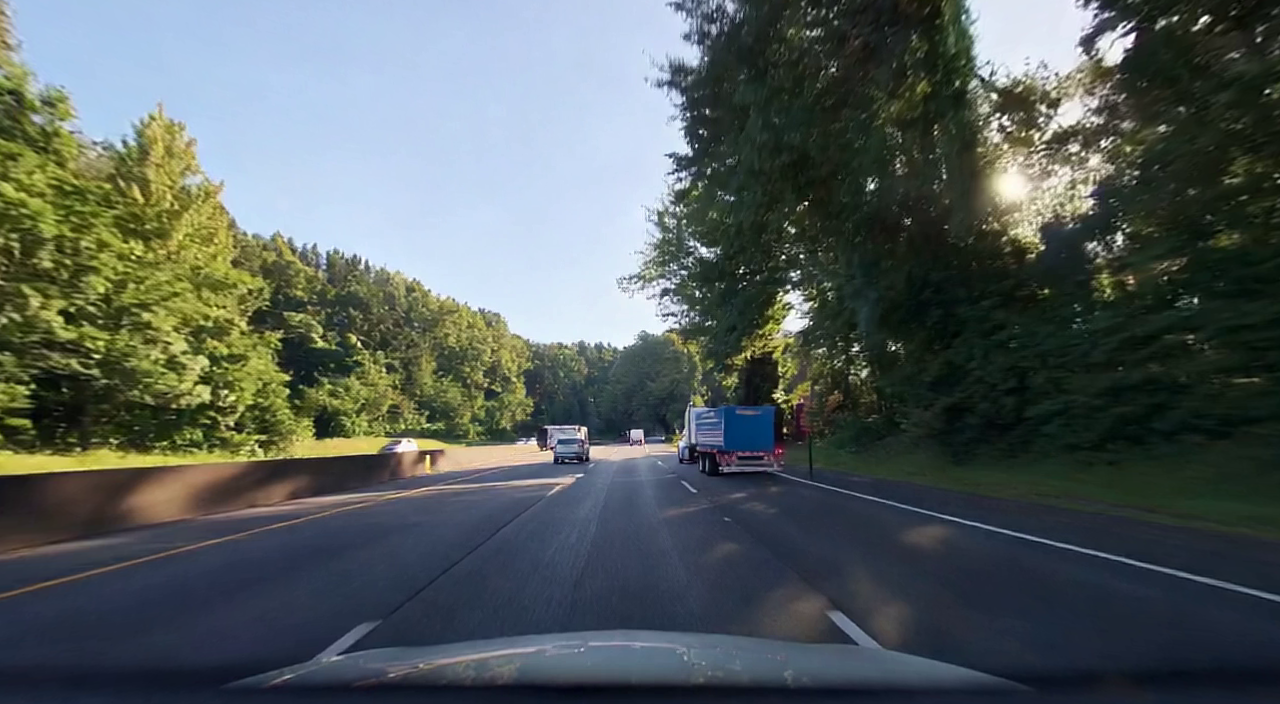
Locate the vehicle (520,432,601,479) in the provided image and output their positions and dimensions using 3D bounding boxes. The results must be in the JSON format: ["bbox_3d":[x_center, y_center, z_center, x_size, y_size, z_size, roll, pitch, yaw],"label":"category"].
[{"bbox_3d":[-2.788,3.725,23.161,2.195,1.529,4.572,0,-8,2],"label":"vehicle"}]

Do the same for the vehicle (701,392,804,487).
[{"bbox_3d":[3.264,2.664,19.218,2.256,2.568,4.049,0,-8,-1],"label":"vehicle"}]
